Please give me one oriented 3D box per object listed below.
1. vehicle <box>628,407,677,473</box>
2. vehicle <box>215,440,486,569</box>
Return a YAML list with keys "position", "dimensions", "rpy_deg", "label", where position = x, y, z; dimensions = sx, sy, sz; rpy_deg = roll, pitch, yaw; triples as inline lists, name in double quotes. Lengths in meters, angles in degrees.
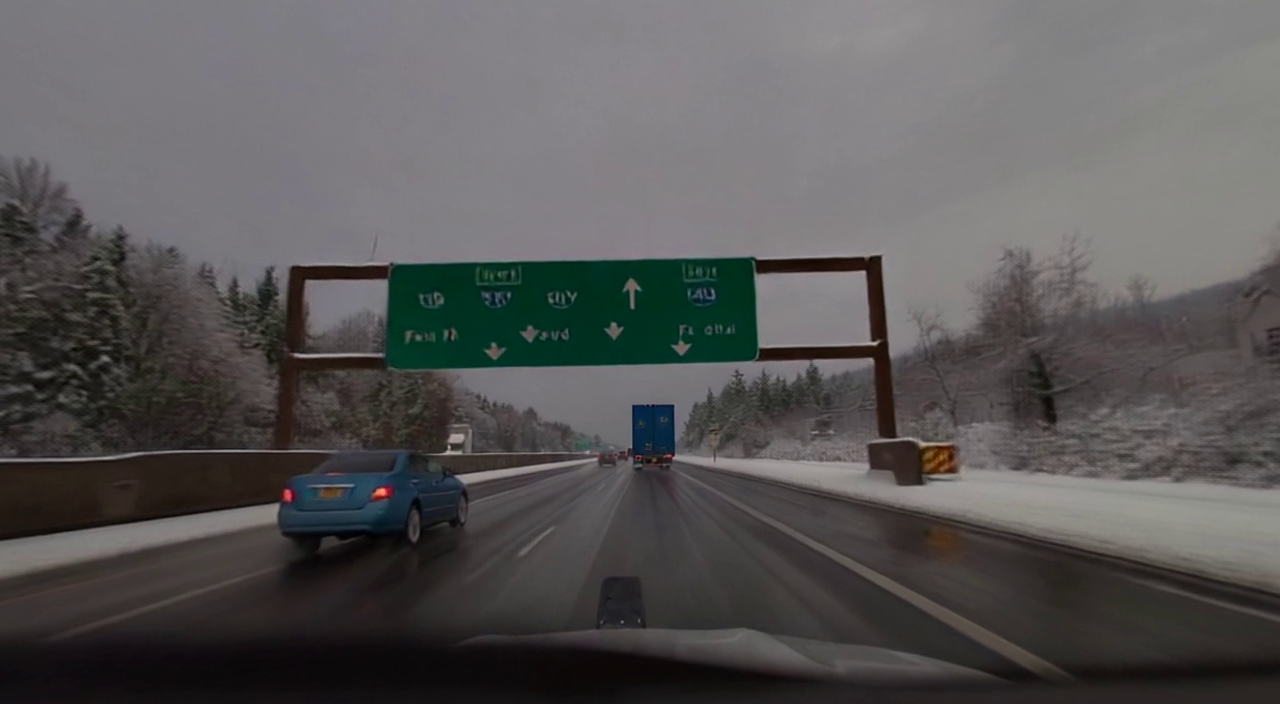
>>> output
- position: [0.767, 6.217, 44.245]
  dimensions: [3.022, 4.072, 10.318]
  rpy_deg: [0, -9, 0]
  label: "vehicle"
- position: [-3.880, 2.095, 9.529]
  dimensions: [1.931, 1.466, 4.458]
  rpy_deg: [0, -9, 1]
  label: "vehicle"
